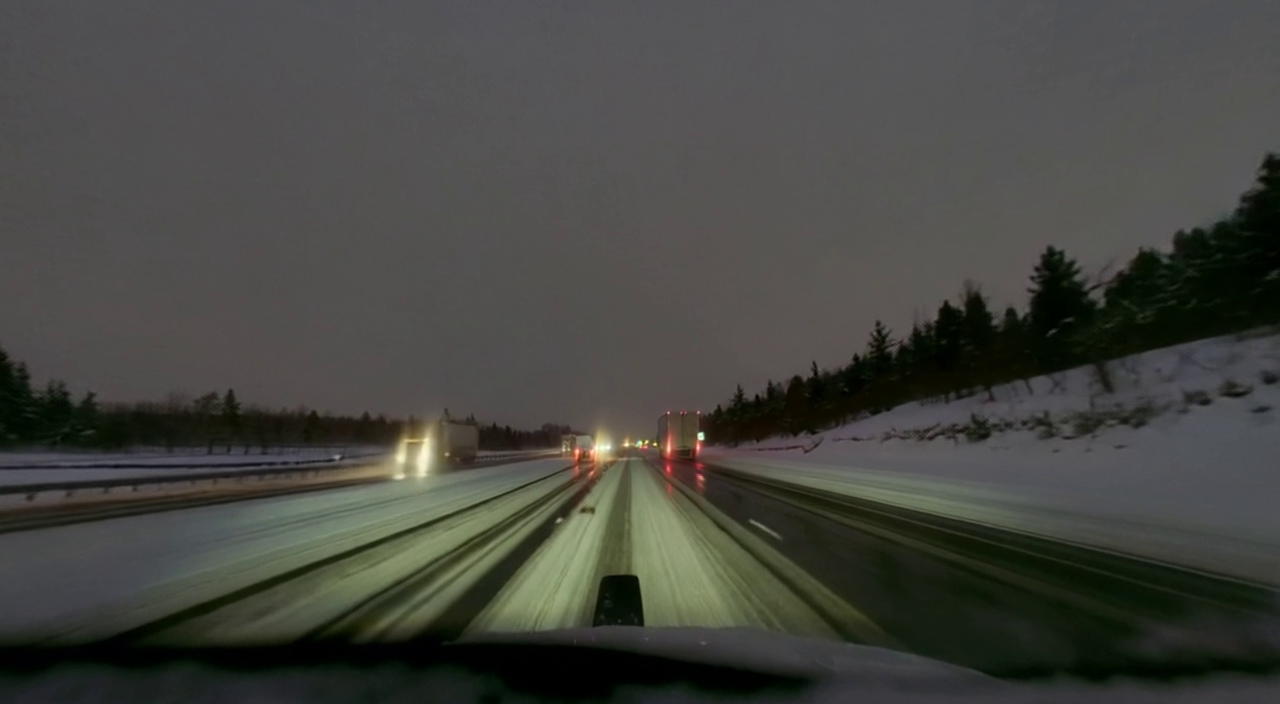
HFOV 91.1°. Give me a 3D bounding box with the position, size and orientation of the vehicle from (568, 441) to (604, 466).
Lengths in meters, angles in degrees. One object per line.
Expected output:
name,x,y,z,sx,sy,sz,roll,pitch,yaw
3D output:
vehicle,-3.552,6.744,41.896,2.100,1.525,4.179,0,-9,-1
